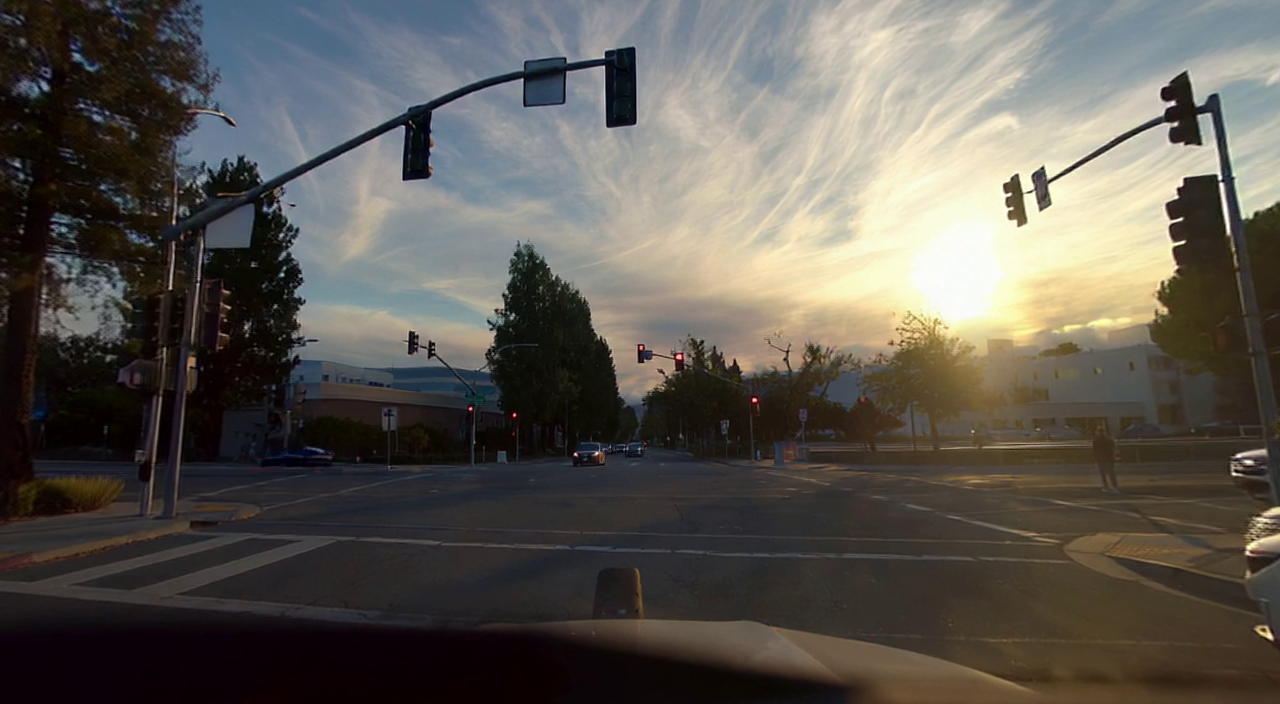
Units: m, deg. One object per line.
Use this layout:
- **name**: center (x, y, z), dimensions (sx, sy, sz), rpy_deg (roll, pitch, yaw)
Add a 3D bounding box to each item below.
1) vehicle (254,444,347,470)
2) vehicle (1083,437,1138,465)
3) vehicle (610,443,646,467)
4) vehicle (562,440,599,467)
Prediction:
- **vehicle**: center (-19.752, 6.121, 36.806), dimensions (4.628, 1.414, 1.897), rpy_deg (-3, -9, 15)
- **vehicle**: center (26.967, 5.659, 36.141), dimensions (2.092, 1.474, 4.046), rpy_deg (-8, -11, 40)
- **vehicle**: center (-0.856, 6.828, 41.989), dimensions (2.056, 1.492, 3.937), rpy_deg (1, -9, -6)
- **vehicle**: center (-4.106, 7.107, 44.292), dimensions (2.251, 1.756, 4.610), rpy_deg (0, -9, -2)
